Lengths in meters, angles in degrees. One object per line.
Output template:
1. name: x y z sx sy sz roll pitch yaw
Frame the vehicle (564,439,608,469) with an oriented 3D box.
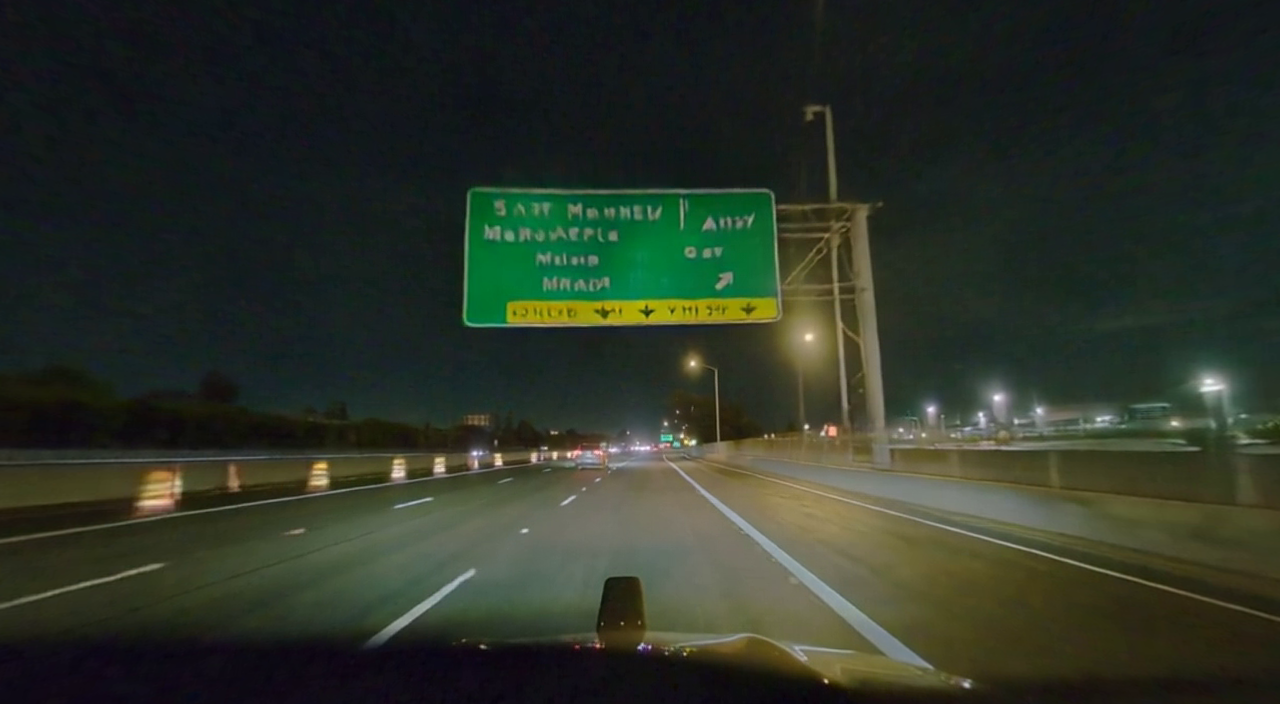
1. vehicle: -3.041 5.865 36.274 2.078 1.629 4.059 0 -8 1
